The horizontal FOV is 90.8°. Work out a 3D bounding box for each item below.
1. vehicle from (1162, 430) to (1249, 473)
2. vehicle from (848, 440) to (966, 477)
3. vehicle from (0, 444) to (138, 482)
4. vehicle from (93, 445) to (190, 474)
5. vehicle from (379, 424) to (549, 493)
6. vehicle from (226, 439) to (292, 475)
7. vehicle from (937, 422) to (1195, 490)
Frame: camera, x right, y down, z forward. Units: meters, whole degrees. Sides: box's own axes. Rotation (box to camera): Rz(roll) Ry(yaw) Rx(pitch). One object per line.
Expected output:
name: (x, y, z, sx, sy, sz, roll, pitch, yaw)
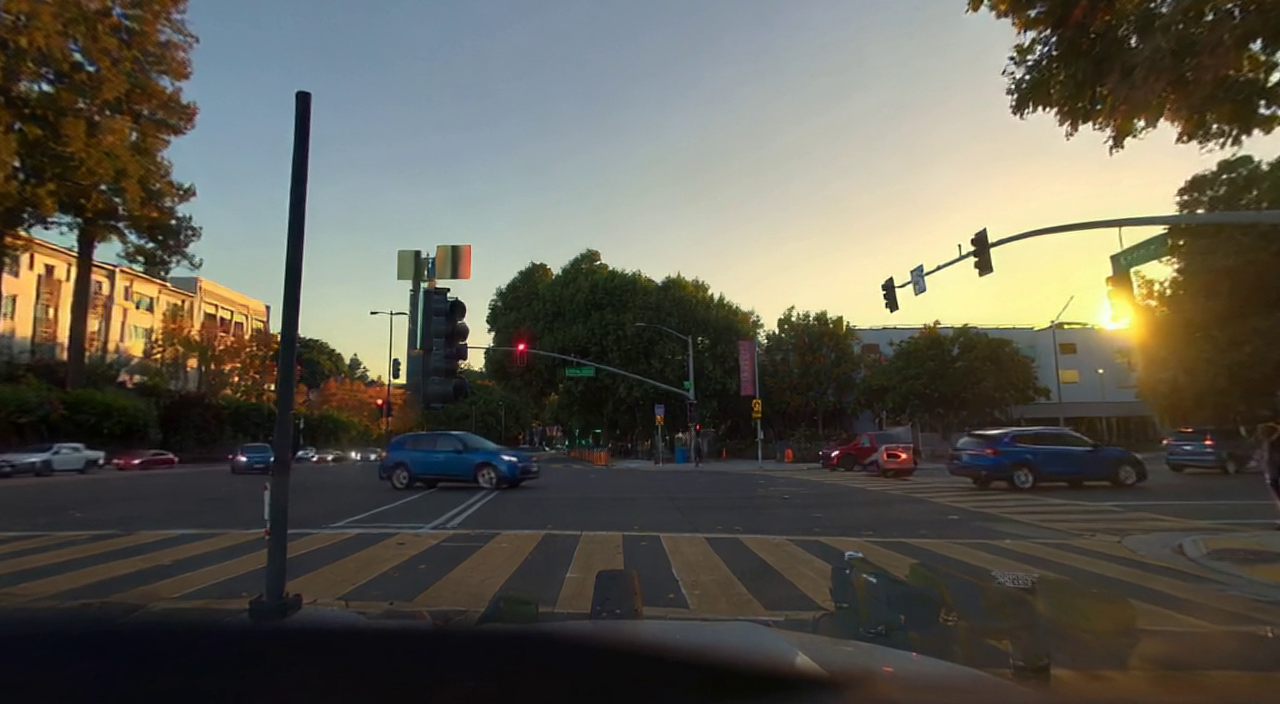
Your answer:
vehicle: (24.803, 4.362, 27.892, 2.156, 1.719, 4.780, -6, -10, 34)
vehicle: (11.614, 4.628, 27.578, 4.317, 1.491, 1.896, 1, -8, -10)
vehicle: (-23.351, 4.531, 26.071, 2.099, 1.407, 3.941, 0, -8, -3)
vehicle: (-27.349, 5.859, 34.854, 1.881, 1.469, 4.415, 0, -8, -3)
vehicle: (-5.171, 3.096, 18.637, 4.509, 1.821, 2.066, -4, -9, 24)
vehicle: (-17.595, 4.836, 29.368, 2.007, 1.540, 4.312, 3, -9, -23)
vehicle: (12.325, 3.004, 18.482, 6.196, 1.777, 2.457, 2, -9, -11)
